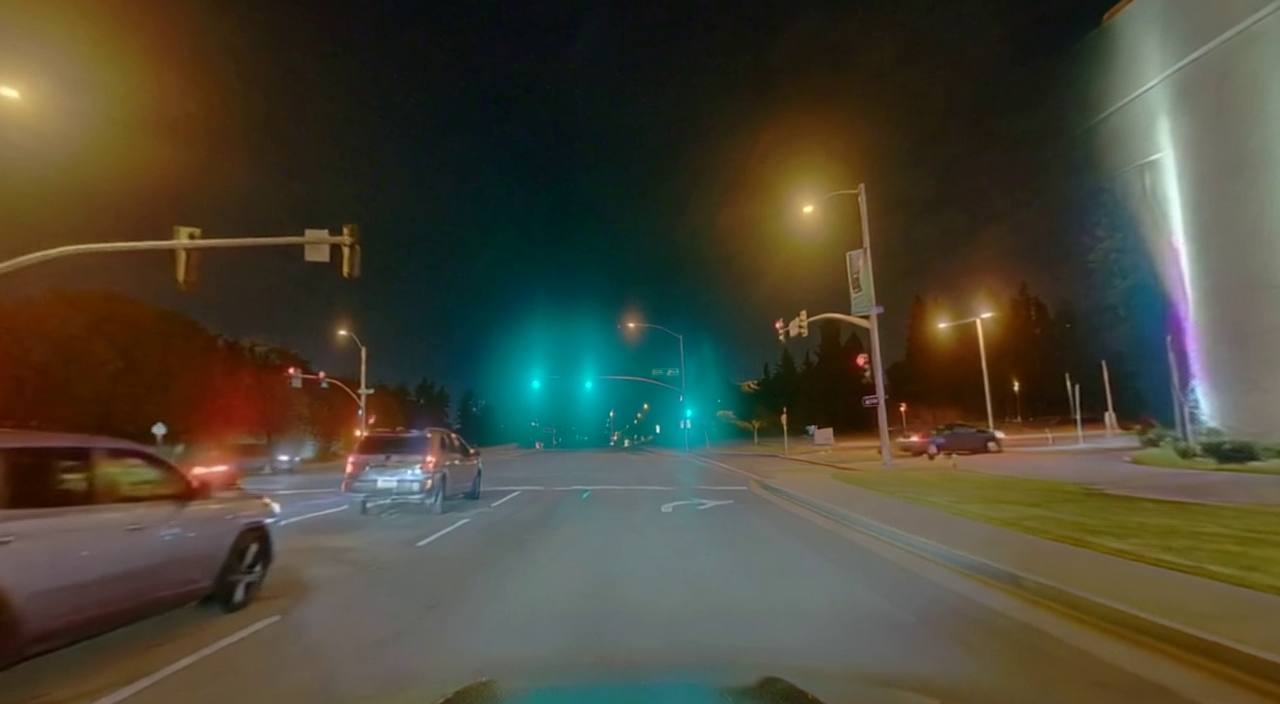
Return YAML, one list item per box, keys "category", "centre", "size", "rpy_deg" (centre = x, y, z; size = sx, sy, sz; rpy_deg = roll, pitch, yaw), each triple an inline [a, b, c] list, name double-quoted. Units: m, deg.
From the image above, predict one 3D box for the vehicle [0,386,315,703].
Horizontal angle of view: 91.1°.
- category: "vehicle"
  centre: [-4.361, 1.143, 4.207]
  size: [2.043, 1.636, 4.320]
  rpy_deg: [0, -9, 0]

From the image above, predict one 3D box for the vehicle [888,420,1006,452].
- category: "vehicle"
  centre: [14.960, 4.124, 30.750]
  size: [4.767, 1.524, 1.929]
  rpy_deg: [0, -9, -1]

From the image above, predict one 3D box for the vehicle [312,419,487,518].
- category: "vehicle"
  centre: [-4.858, 2.429, 13.582]
  size: [1.971, 1.740, 4.654]
  rpy_deg: [0, -9, -1]
